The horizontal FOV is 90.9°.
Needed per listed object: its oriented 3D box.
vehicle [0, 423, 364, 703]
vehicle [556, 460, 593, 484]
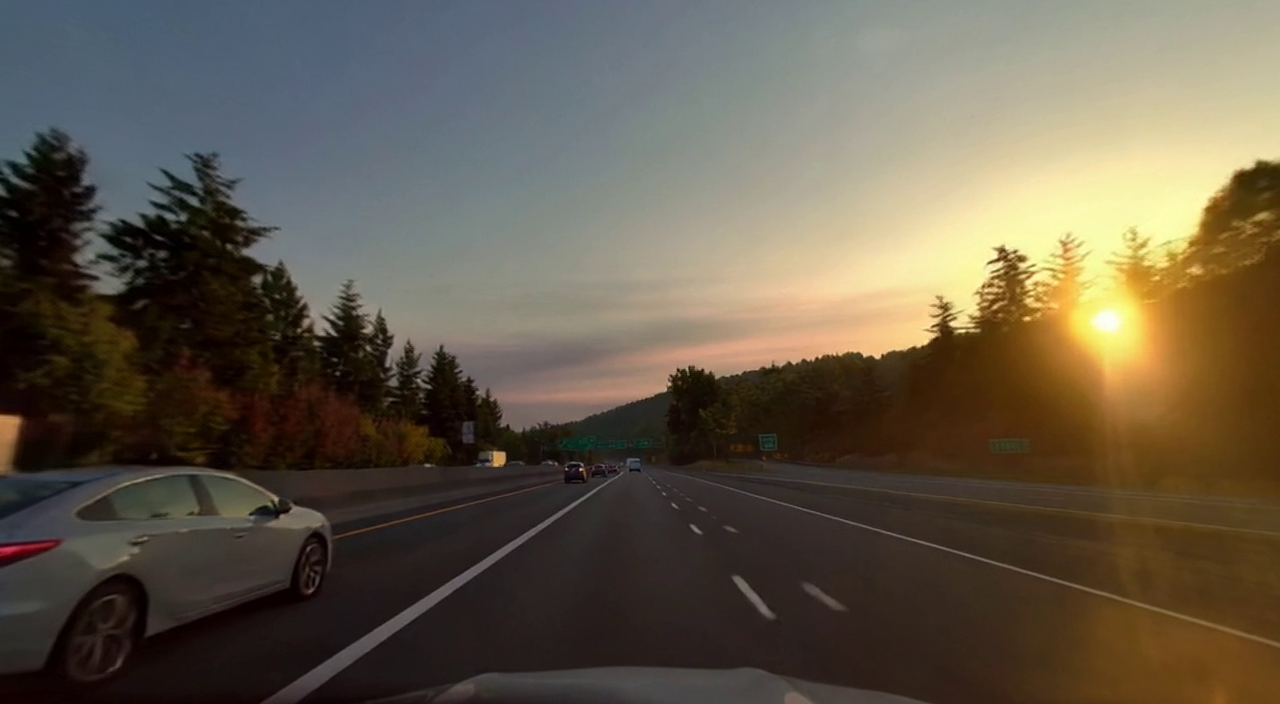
[{"bbox_3d":[-3.864,1.284,4.201,1.998,1.427,4.462,1,-11,0],"label":"vehicle"},{"bbox_3d":[-4.502,8.366,43.988,2.126,1.488,4.186,1,-11,0],"label":"vehicle"}]
